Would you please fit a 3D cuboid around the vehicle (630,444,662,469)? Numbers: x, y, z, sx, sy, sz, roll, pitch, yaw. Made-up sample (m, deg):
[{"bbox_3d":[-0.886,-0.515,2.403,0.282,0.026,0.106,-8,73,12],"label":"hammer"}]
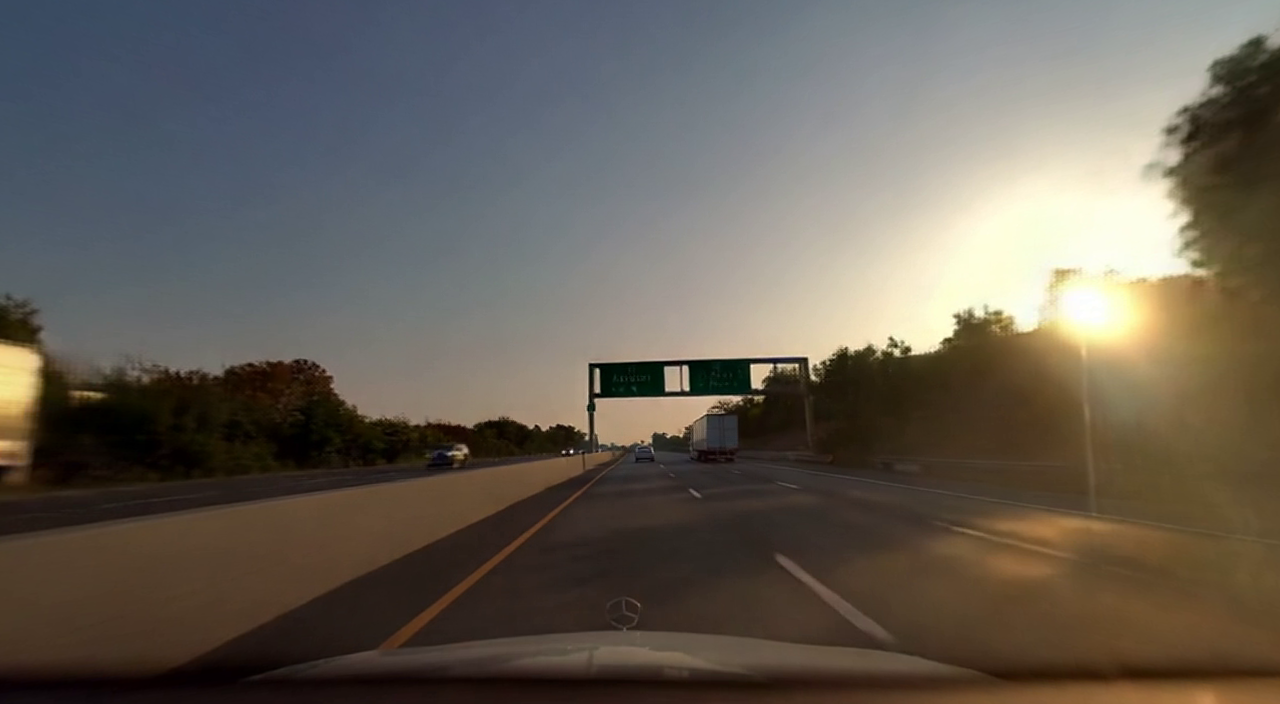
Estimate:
[{"bbox_3d":[0.366,7.034,42.352,2.024,1.579,3.707,-1,-9,0],"label":"vehicle"}]
